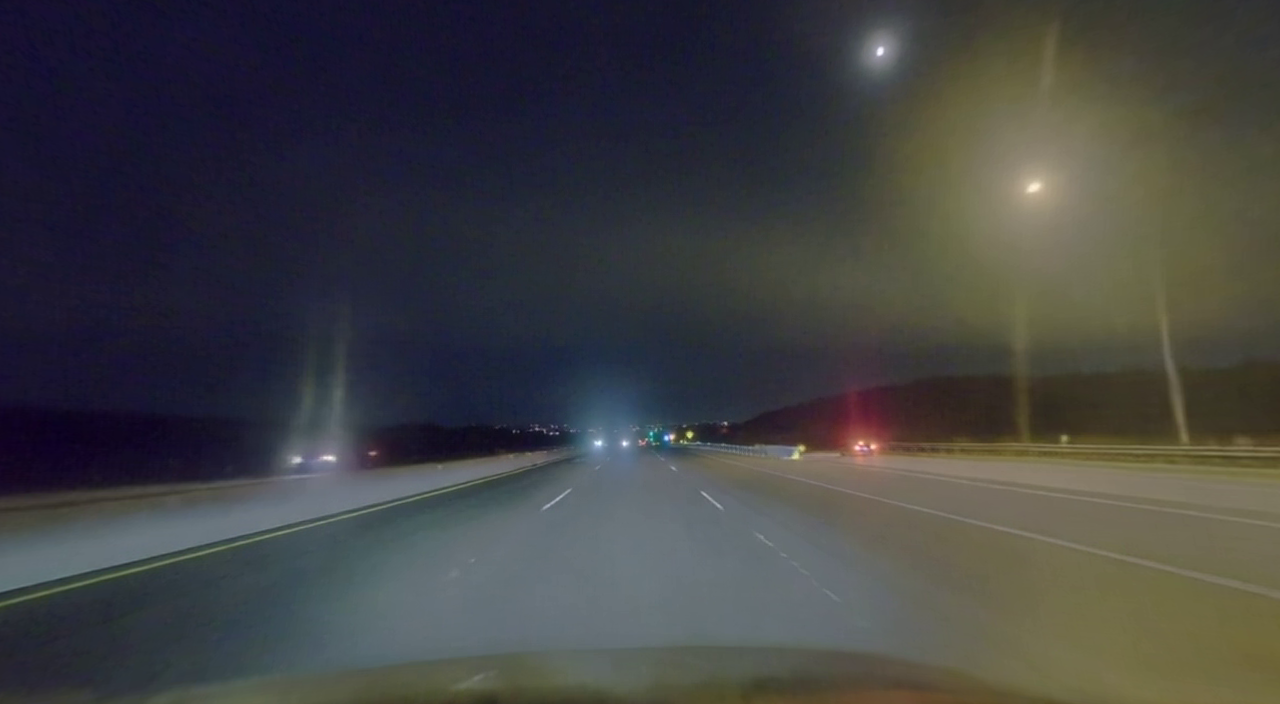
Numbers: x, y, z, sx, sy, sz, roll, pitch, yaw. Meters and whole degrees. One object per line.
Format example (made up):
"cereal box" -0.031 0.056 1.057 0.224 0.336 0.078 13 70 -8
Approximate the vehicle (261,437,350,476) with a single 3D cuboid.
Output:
"vehicle" -16.261 5.064 30.904 1.933 1.764 4.400 0 -8 -1
